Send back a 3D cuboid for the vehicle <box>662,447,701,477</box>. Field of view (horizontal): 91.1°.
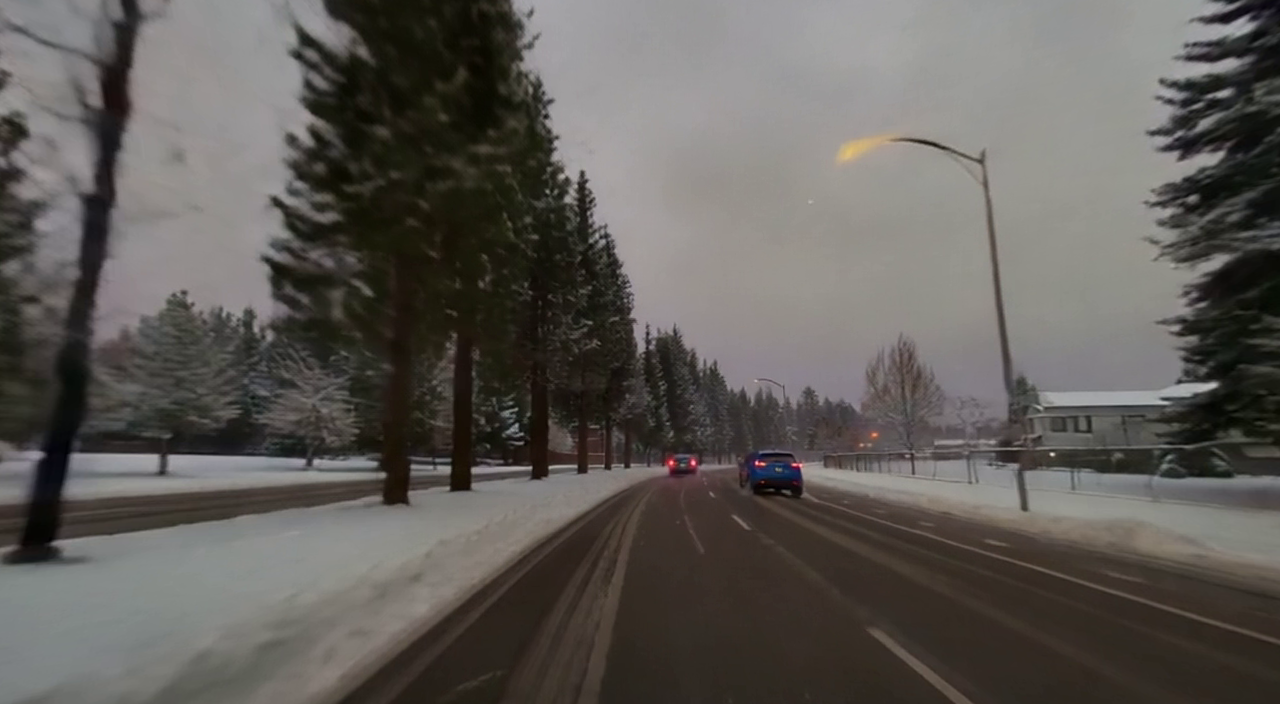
[{"bbox_3d":[2.754,7.079,40.641,2.251,1.822,4.391,-1,-8,7],"label":"vehicle"}]

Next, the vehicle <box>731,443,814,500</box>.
[{"bbox_3d":[4.253,3.864,20.813,1.971,1.663,4.287,0,-8,3],"label":"vehicle"}]
